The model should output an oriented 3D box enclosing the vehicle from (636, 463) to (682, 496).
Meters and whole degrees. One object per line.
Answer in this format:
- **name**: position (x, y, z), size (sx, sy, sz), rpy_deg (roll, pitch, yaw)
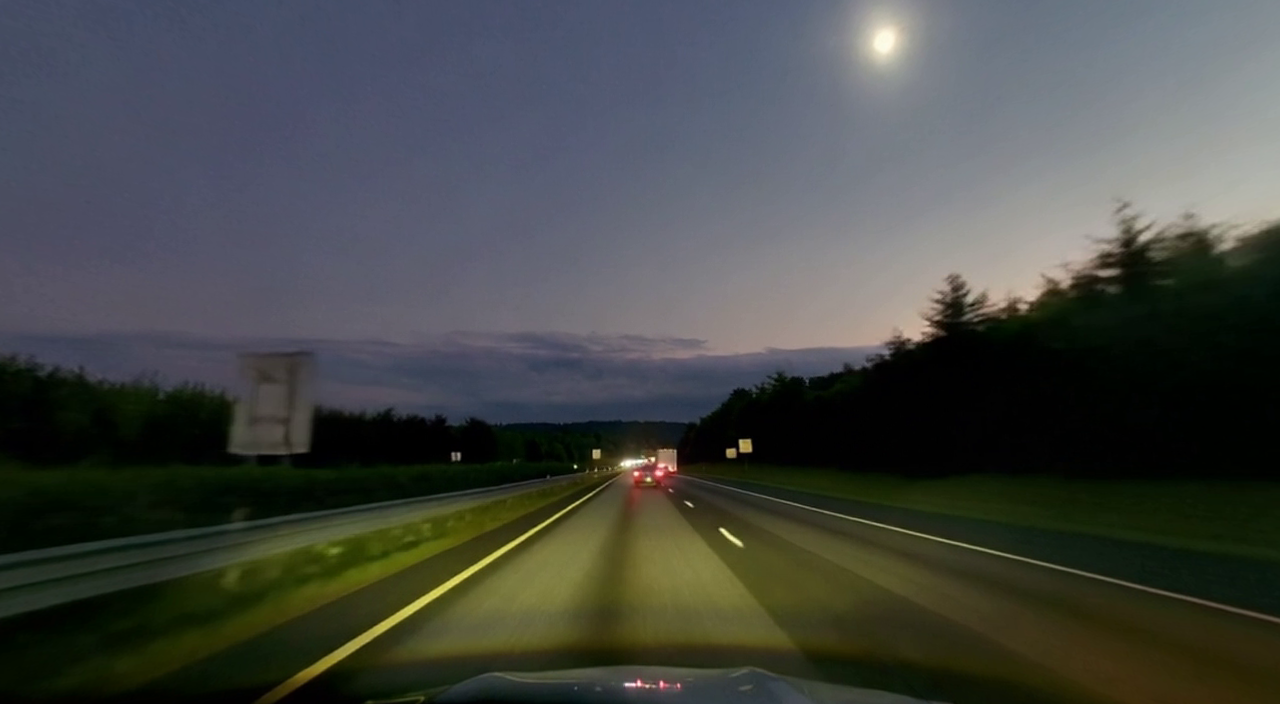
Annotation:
- **vehicle**: position (0.858, 6.163, 30.589), size (1.976, 1.467, 3.783), rpy_deg (1, -11, -2)
